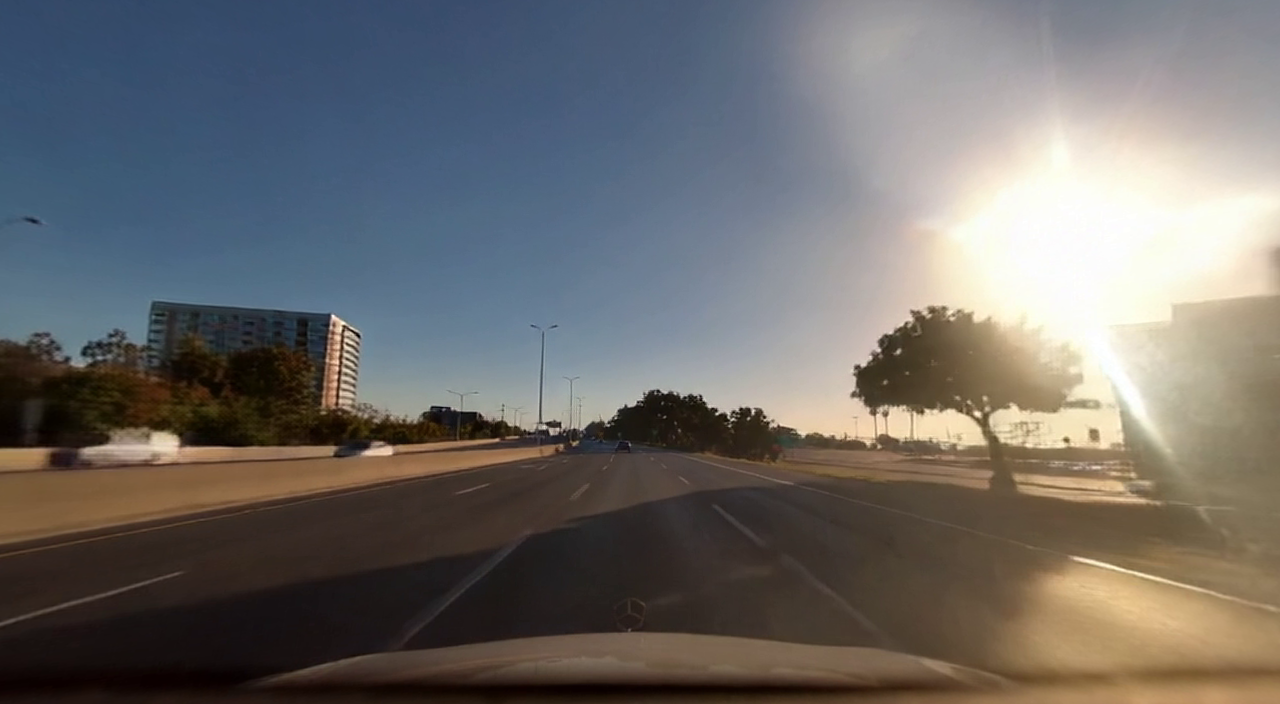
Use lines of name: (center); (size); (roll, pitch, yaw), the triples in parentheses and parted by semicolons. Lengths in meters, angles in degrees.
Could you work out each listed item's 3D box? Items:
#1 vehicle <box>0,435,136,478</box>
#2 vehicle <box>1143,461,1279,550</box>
vehicle: (-22.825, 4.129, 25.175); (1.872, 1.528, 4.287); (0, -8, -1)
vehicle: (9.414, 2.034, 8.059); (2.635, 1.057, 4.249); (2, -8, 3)
